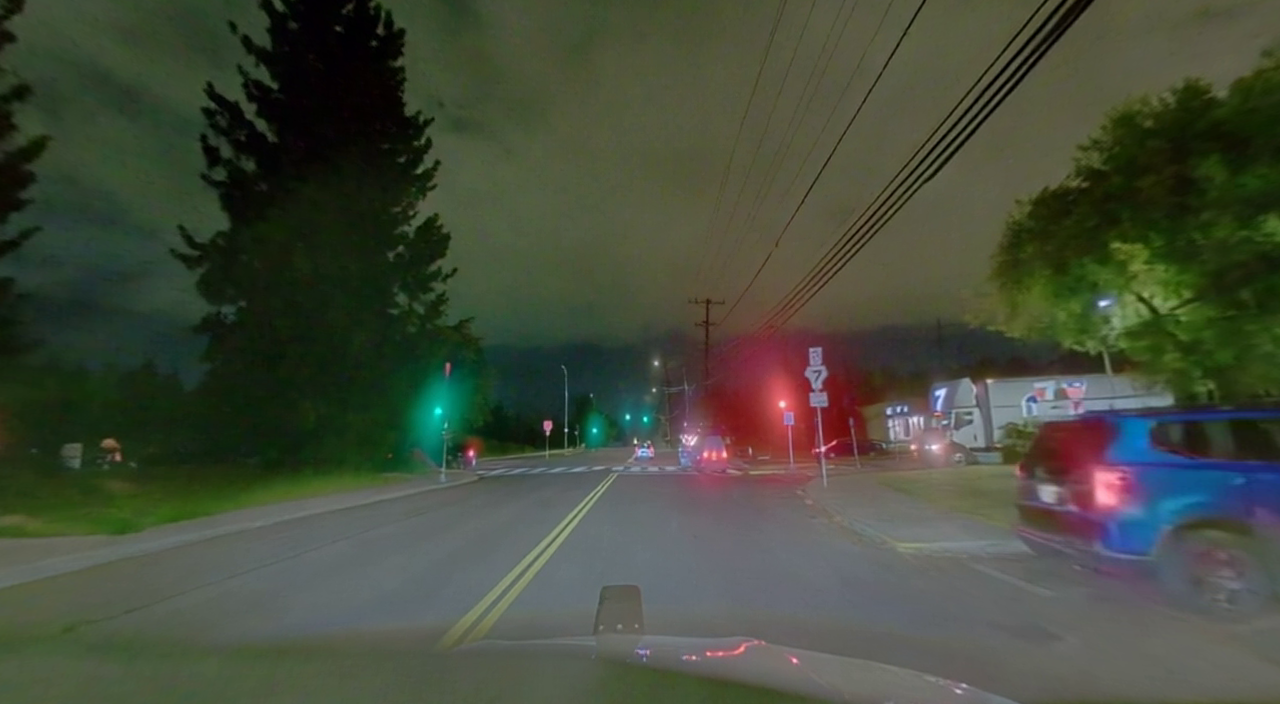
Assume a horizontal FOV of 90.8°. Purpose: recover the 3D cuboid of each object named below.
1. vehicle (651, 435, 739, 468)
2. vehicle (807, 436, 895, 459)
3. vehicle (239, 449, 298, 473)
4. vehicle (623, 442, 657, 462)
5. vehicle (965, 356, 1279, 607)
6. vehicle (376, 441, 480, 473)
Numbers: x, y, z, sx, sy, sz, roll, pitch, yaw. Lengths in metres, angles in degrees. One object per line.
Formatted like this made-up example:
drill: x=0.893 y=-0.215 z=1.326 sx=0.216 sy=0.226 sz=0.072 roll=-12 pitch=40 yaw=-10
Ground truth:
vehicle: x=3.375 y=6.273 z=39.990 sx=2.553 sy=1.868 sz=5.536 roll=6 pitch=-10 yaw=-35
vehicle: x=13.272 y=6.063 z=40.014 sx=4.872 sy=1.400 sz=1.955 roll=-1 pitch=-8 yaw=3
vehicle: x=-28.826 y=8.453 z=49.258 sx=2.085 sy=1.763 sz=4.658 roll=1 pitch=-9 yaw=-5
vehicle: x=-0.044 y=7.674 z=48.445 sx=1.874 sy=1.427 sz=3.976 roll=2 pitch=-9 yaw=-12
vehicle: x=6.013 y=1.103 z=5.780 sx=4.814 sy=1.872 sz=2.220 roll=-1 pitch=-9 yaw=7
vehicle: x=-13.297 y=6.607 z=40.028 sx=5.866 sy=1.904 sz=2.197 roll=1 pitch=-8 yaw=-6
